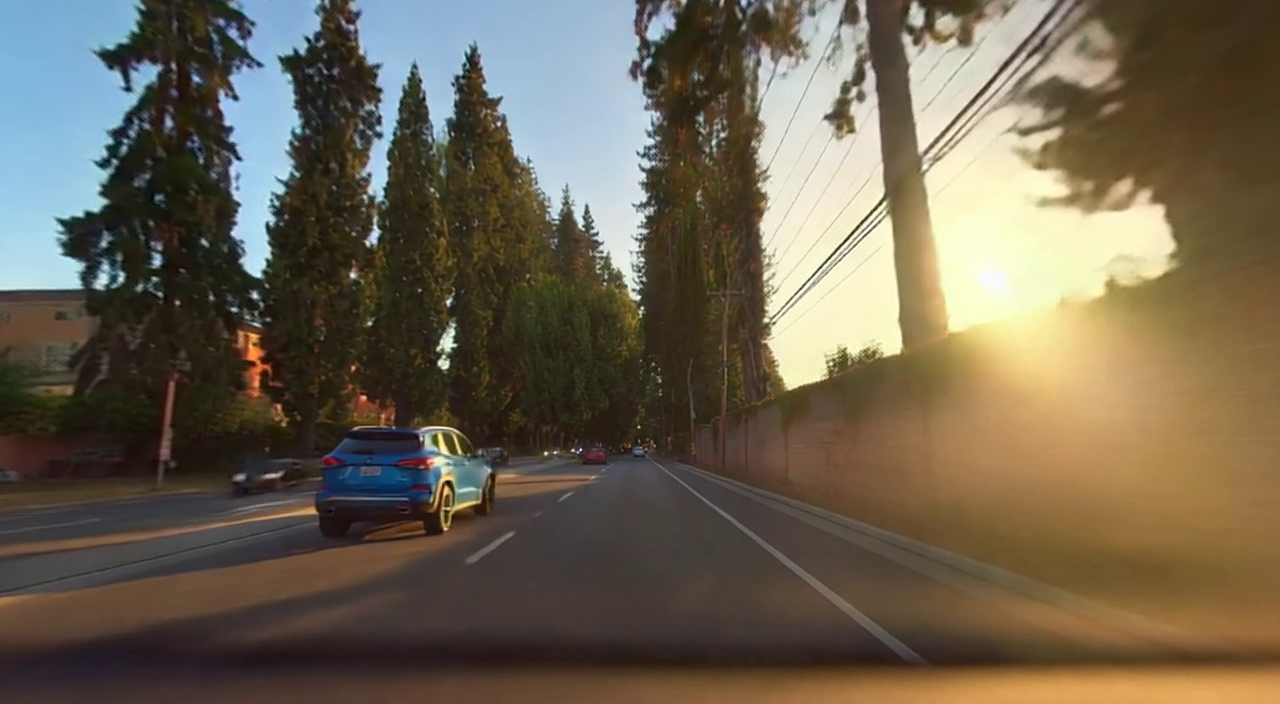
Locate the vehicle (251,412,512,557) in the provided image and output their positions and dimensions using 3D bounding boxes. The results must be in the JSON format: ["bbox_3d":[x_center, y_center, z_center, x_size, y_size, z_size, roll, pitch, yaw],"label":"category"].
[{"bbox_3d":[-3.602,1.934,9.965,2.147,1.730,4.555,0,-8,0],"label":"vehicle"}]
